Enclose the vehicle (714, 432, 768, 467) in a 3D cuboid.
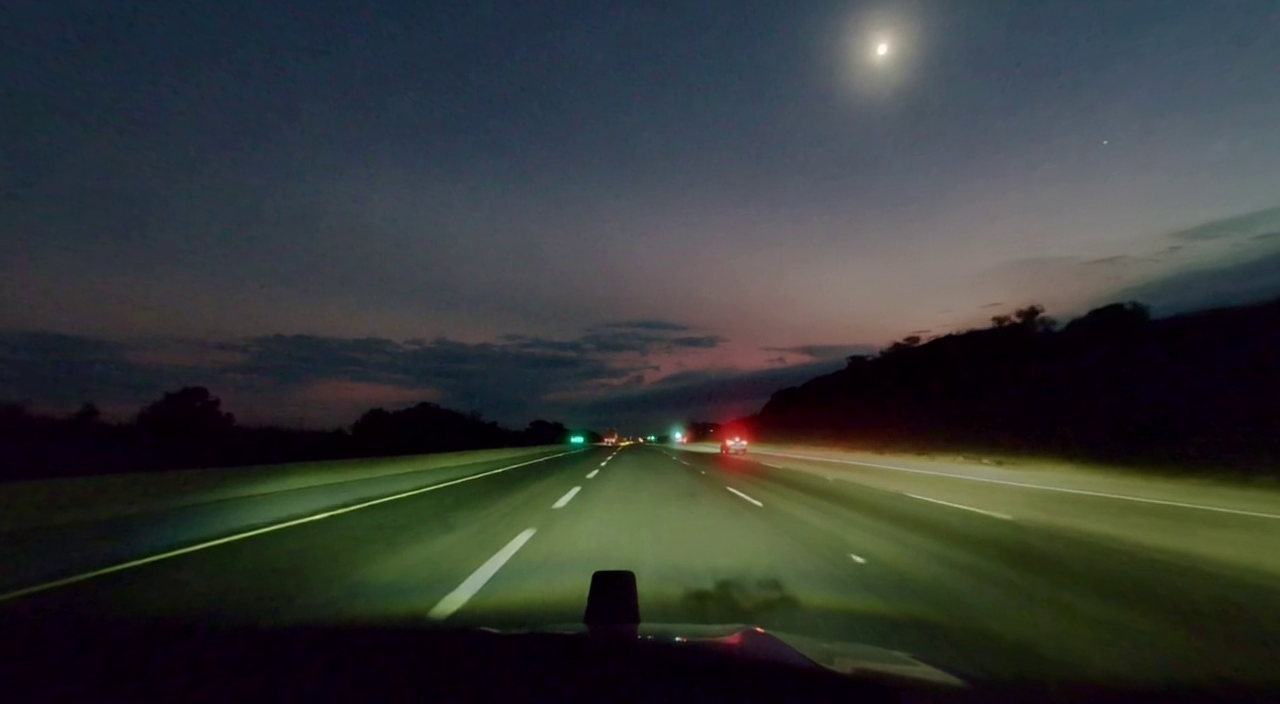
[{"bbox_3d":[4.621,4.516,29.328,1.802,1.492,3.804,0,-8,-1],"label":"vehicle"}]
